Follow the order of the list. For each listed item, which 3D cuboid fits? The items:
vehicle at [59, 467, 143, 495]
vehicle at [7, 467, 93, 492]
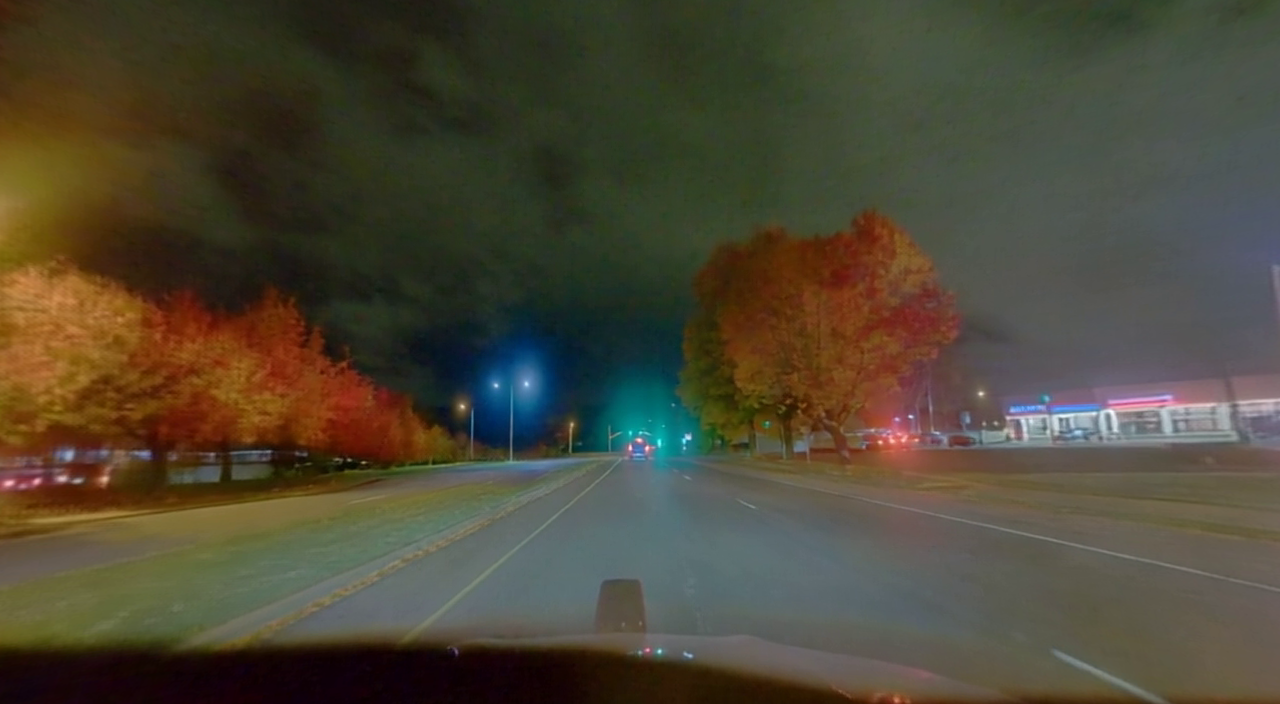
[{"bbox_3d":[-34.496,8.231,40.512,1.784,1.536,3.893,-1,-8,2],"label":"vehicle"},{"bbox_3d":[-44.856,9.677,48.095,1.963,1.618,4.563,-1,-8,4],"label":"vehicle"}]
